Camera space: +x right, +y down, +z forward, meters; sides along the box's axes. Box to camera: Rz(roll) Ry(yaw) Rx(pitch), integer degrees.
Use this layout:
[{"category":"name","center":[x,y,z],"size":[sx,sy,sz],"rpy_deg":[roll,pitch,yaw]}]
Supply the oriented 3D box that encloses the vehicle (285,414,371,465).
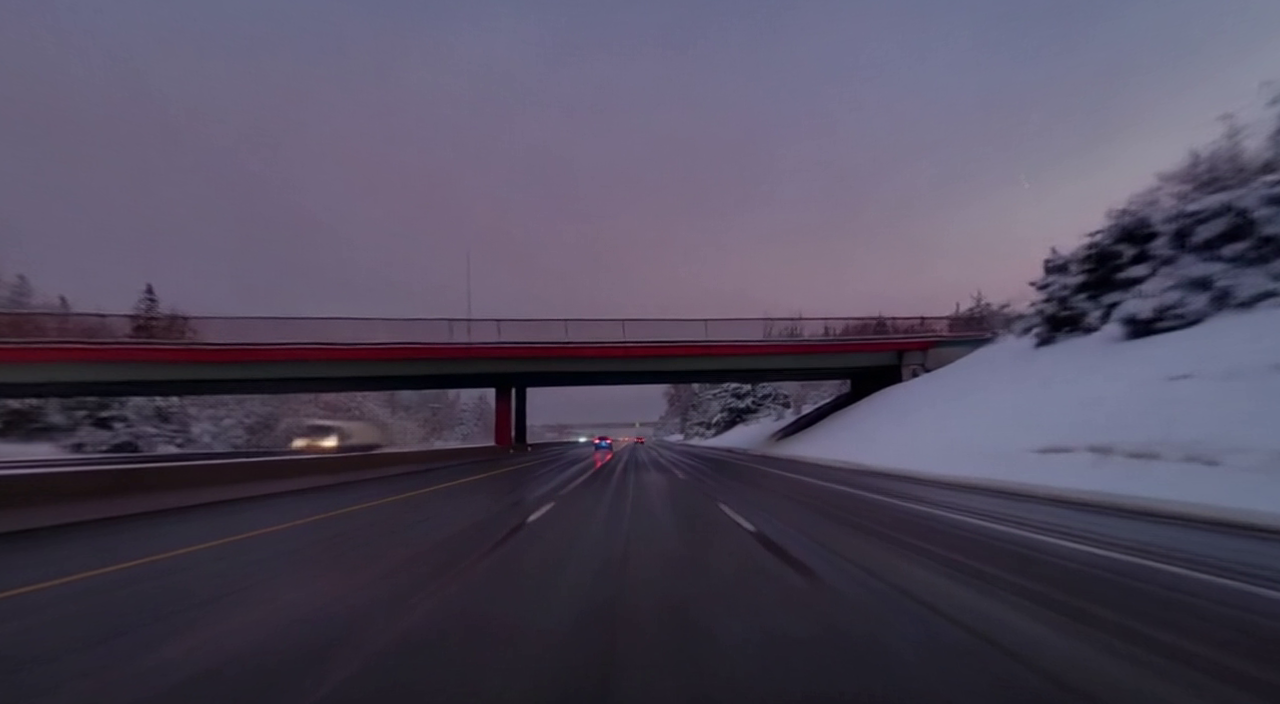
[{"category":"vehicle","center":[-19.269,5.458,39.388],"size":[2.295,2.956,5.852],"rpy_deg":[0,-8,0]}]
